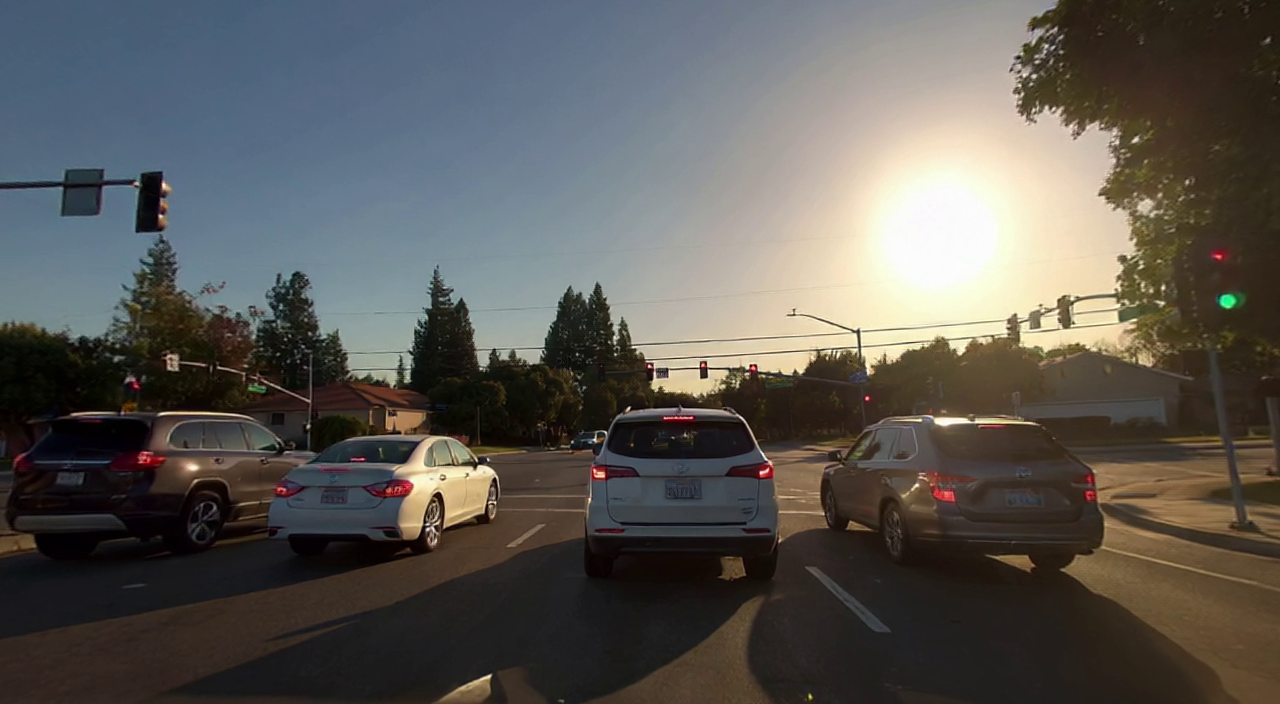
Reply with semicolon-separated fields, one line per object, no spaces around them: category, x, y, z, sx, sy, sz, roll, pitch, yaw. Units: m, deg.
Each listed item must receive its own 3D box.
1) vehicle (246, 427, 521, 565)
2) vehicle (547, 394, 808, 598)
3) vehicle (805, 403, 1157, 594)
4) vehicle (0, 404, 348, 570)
vehicle;-3.228;1.886;9.101;1.885;1.475;4.359;-1;-8;4
vehicle;0.398;1.523;7.501;2.198;1.708;4.170;0;-8;2
vehicle;3.535;1.593;7.742;2.047;1.638;4.395;-1;-8;4
vehicle;-6.627;1.831;9.362;2.075;1.796;4.785;0;-8;3
